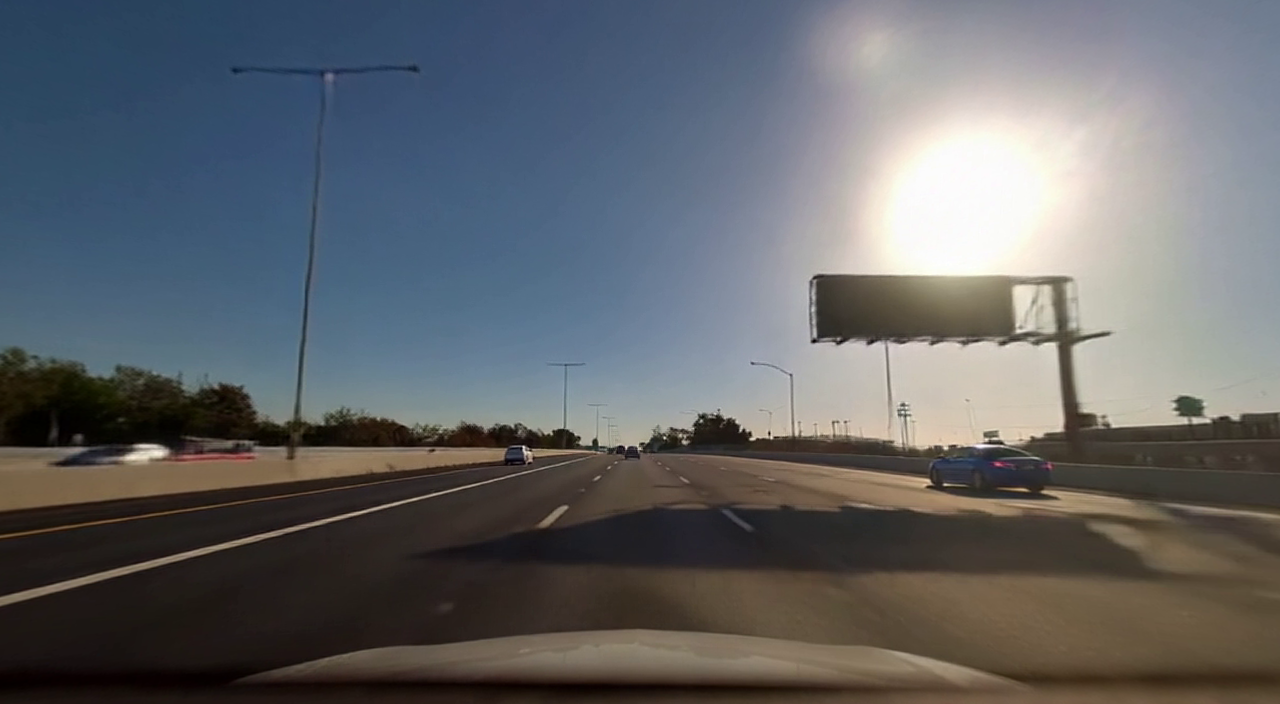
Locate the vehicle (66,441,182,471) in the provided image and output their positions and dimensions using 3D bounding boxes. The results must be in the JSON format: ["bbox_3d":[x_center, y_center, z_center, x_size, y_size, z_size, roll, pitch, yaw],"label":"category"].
[{"bbox_3d":[-34.086,6.883,42.097,2.347,1.843,6.472,0,-9,-1],"label":"vehicle"}]

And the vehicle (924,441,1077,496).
[{"bbox_3d":[10.846,3.507,19.471,1.985,1.493,4.486,0,-9,-1],"label":"vehicle"}]

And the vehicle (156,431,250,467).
[{"bbox_3d":[-34.247,7.672,49.853,2.678,2.612,6.661,0,-8,0],"label":"vehicle"}]
